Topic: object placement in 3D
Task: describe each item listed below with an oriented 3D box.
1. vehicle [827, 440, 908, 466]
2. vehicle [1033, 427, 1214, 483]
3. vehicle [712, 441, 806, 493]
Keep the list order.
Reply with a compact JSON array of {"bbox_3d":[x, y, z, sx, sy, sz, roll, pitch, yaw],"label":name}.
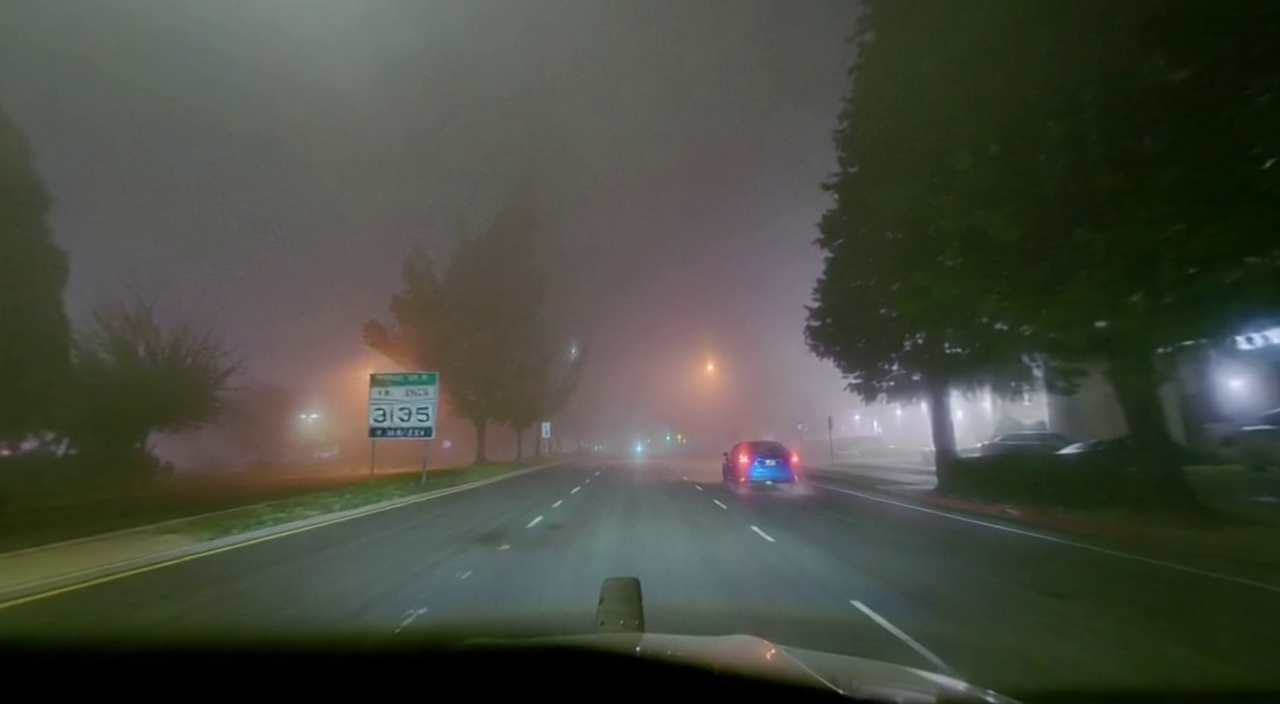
[{"bbox_3d":[15.792,7.037,44.016,4.684,1.448,2.090,-4,-8,-2],"label":"vehicle"},{"bbox_3d":[15.403,3.289,20.328,4.112,1.642,2.055,0,-8,-2],"label":"vehicle"},{"bbox_3d":[3.699,3.661,20.611,2.033,1.482,4.571,0,-8,-2],"label":"vehicle"}]
